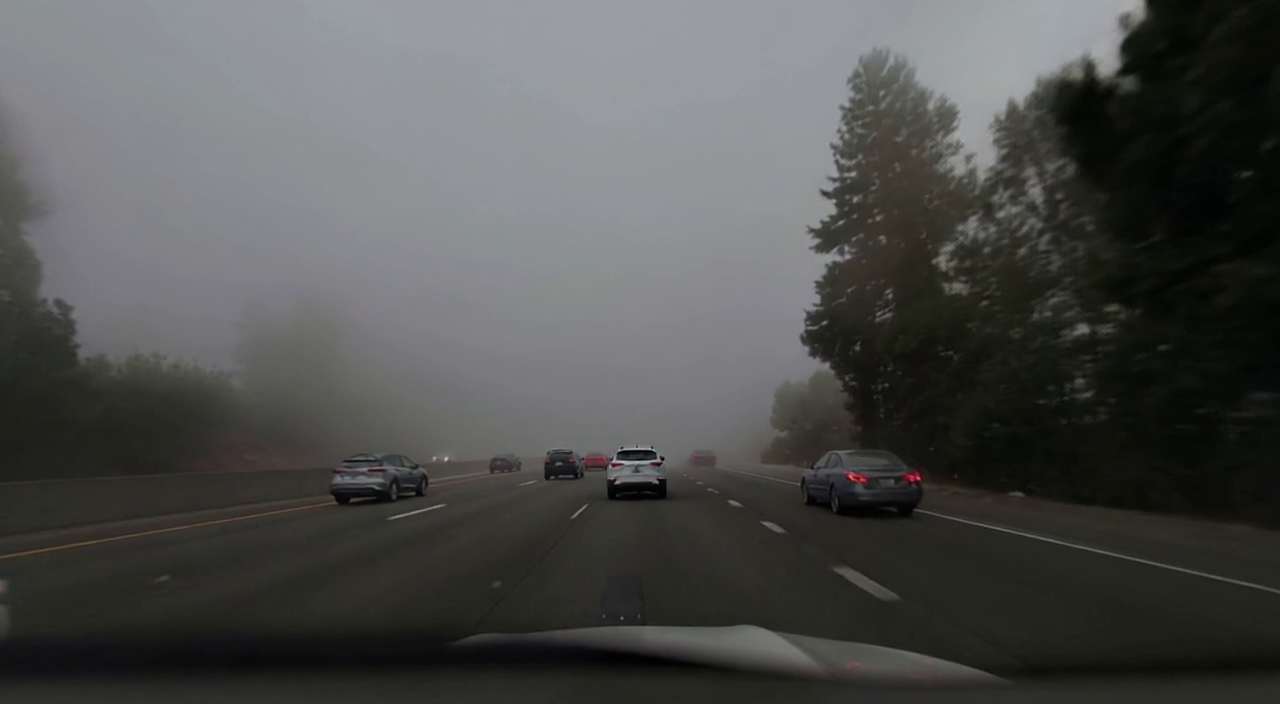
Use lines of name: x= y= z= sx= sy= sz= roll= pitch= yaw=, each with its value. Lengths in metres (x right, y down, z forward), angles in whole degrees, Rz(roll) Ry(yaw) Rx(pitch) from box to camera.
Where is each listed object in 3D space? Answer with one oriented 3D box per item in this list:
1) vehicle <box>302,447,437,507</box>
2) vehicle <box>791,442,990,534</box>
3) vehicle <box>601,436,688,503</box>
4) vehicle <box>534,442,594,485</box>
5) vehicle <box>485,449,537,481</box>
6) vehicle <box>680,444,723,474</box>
vehicle: x=-7.698 y=3.561 z=18.479 sx=1.927 sy=1.514 sz=4.474 roll=0 pitch=-9 yaw=1
vehicle: x=4.625 y=2.554 z=12.575 sx=2.006 sy=1.474 sz=4.669 roll=0 pitch=-9 yaw=0
vehicle: x=0.151 y=3.350 z=18.395 sx=2.223 sy=1.722 sz=4.177 roll=0 pitch=-9 yaw=1
vehicle: x=-3.365 y=5.026 z=28.776 sx=2.142 sy=1.808 sz=4.266 roll=0 pitch=-9 yaw=1
vehicle: x=-7.063 y=6.196 z=34.785 sx=1.931 sy=1.617 sz=4.060 roll=0 pitch=-9 yaw=1
vehicle: x=3.965 y=6.980 z=41.336 sx=2.175 sy=1.830 sz=5.173 roll=0 pitch=-9 yaw=-1
